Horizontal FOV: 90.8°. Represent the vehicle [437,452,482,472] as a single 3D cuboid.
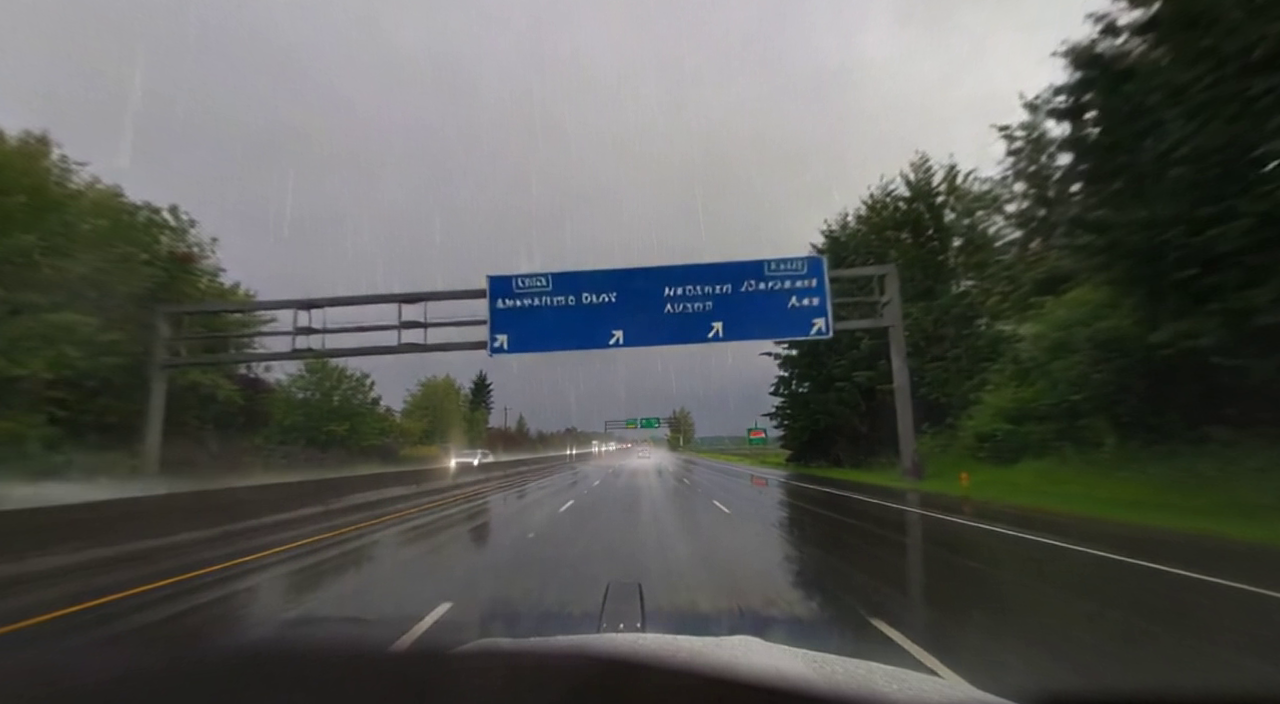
[{"bbox_3d":[-13.588,8.298,47.787,2.159,1.438,4.323,0,-9,0],"label":"vehicle"}]
